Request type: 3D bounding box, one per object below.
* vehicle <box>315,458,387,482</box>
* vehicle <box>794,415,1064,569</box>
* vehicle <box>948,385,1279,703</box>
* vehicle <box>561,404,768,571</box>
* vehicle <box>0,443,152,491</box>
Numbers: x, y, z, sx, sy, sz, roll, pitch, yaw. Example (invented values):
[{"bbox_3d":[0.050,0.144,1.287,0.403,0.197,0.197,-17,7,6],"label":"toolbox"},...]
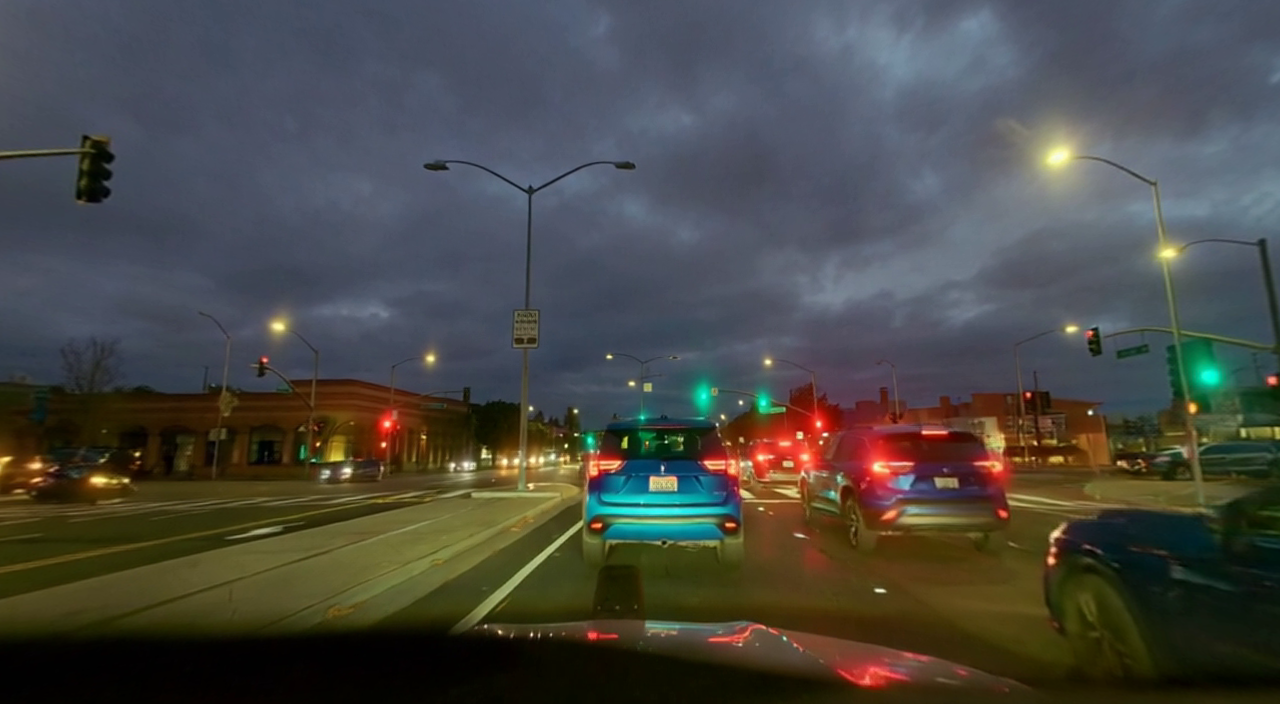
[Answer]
[{"bbox_3d":[-19.757,8.085,43.334,1.872,1.477,3.981,-6,-10,32],"label":"vehicle"},{"bbox_3d":[3.747,1.894,9.258,2.018,1.701,4.288,0,-9,2],"label":"vehicle"},{"bbox_3d":[3.230,0.889,2.228,2.056,1.516,4.776,0,-9,3],"label":"vehicle"},{"bbox_3d":[0.320,1.841,9.313,2.292,1.840,4.394,0,-9,1],"label":"vehicle"},{"bbox_3d":[-24.671,4.937,27.375,5.062,1.946,2.243,0,-9,-1],"label":"vehicle"}]
